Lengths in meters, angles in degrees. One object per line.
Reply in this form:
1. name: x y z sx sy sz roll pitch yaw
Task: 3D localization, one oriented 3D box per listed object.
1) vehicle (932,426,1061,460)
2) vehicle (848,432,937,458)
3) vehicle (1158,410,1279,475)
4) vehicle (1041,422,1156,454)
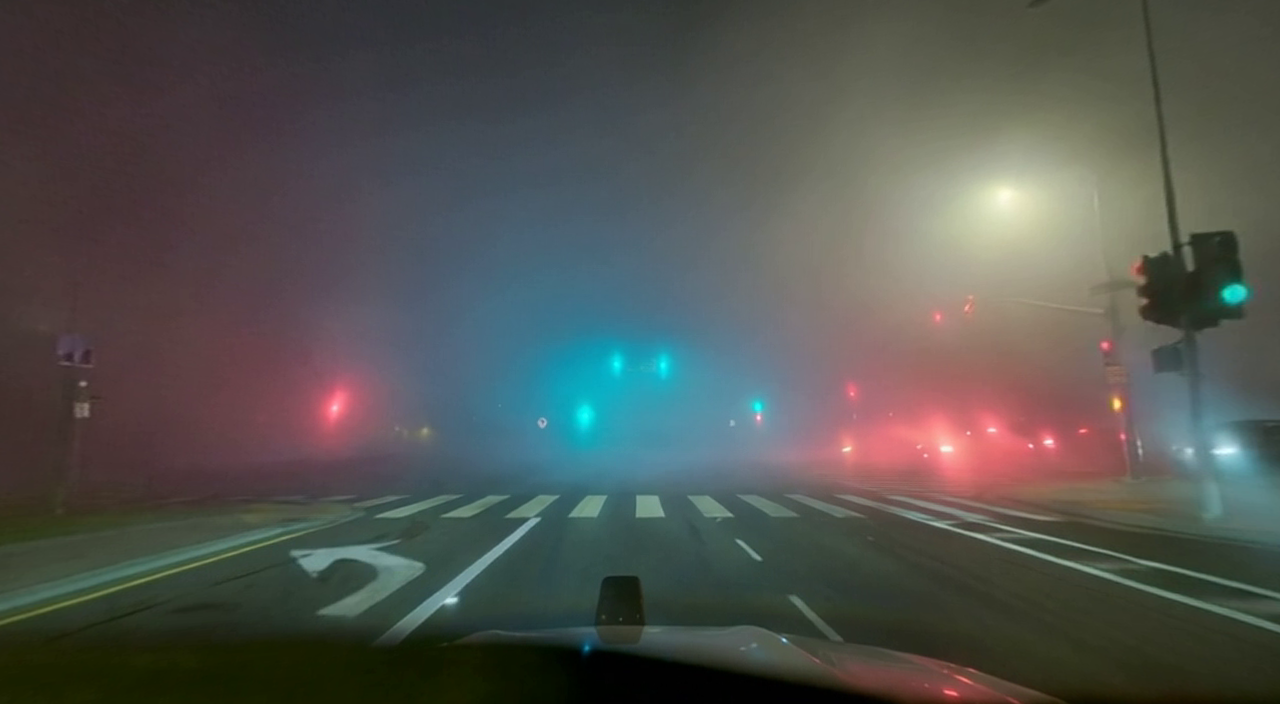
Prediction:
1. vehicle: 16.518 4.235 29.426 4.916 1.504 1.846 0 -8 -2
2. vehicle: 13.614 5.050 34.226 4.046 1.306 1.719 -1 -8 5
3. vehicle: 19.453 2.767 19.401 5.212 1.864 2.044 0 -8 -1
4. vehicle: 24.977 4.718 34.559 4.571 1.698 1.977 -1 -8 3
